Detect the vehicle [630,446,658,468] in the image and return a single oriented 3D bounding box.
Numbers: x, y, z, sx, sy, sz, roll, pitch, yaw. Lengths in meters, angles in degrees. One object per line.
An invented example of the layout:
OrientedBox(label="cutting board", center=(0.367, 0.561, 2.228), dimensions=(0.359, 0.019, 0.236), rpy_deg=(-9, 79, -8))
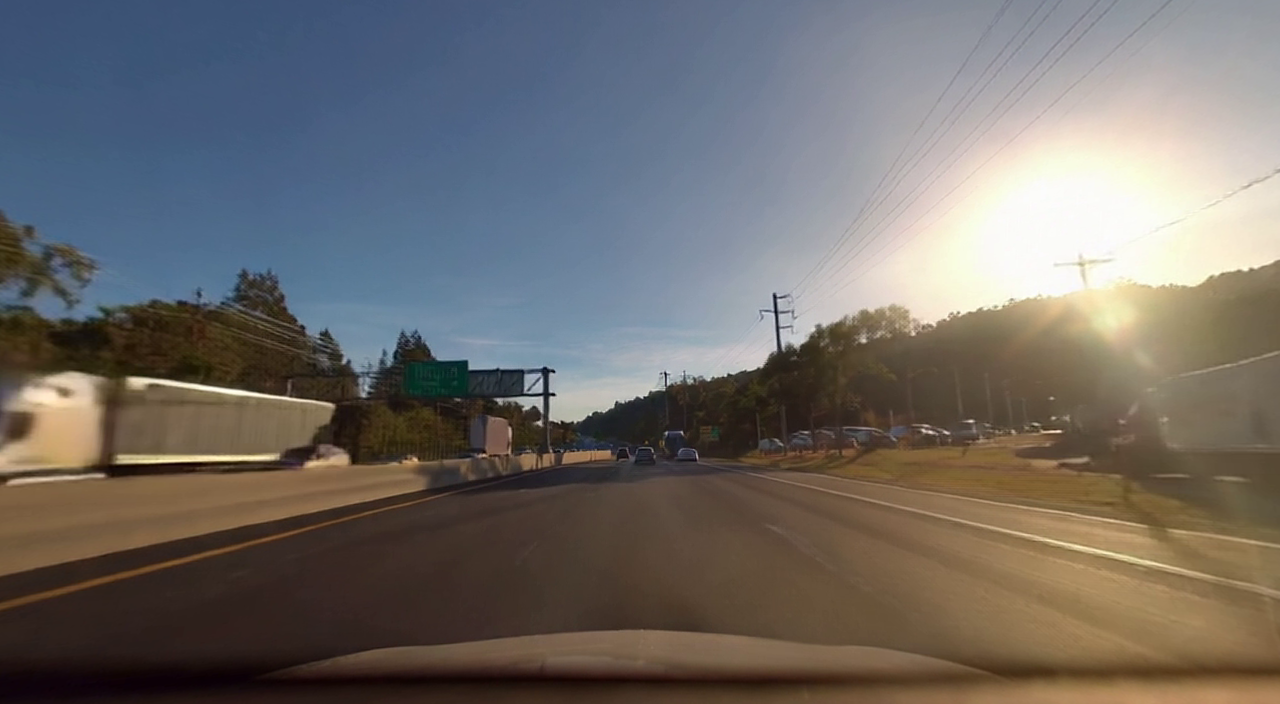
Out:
OrientedBox(label="vehicle", center=(0.323, 8.017, 48.220), dimensions=(2.111, 1.599, 3.859), rpy_deg=(0, -9, 1))

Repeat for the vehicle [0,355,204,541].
OrientedBox(label="vehicle", center=(-15.513, 2.563, 16.796), dimensions=(2.996, 4.046, 6.372), rpy_deg=(0, -9, 0))
